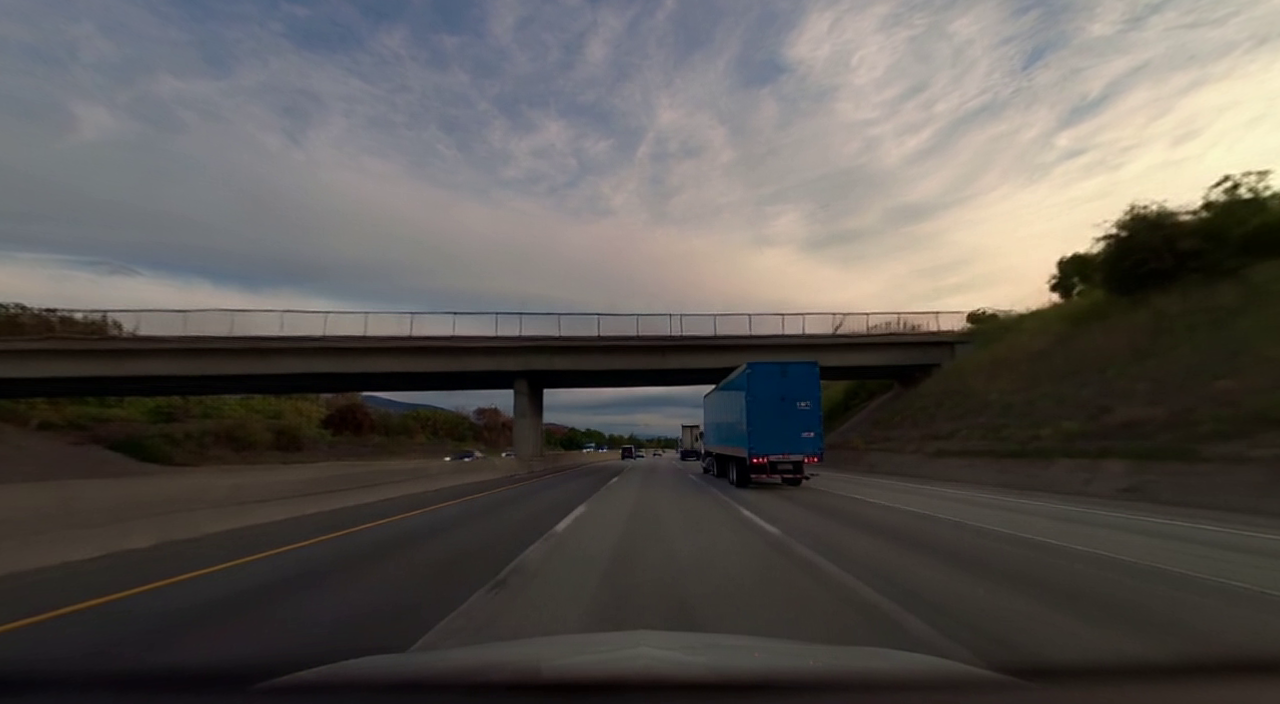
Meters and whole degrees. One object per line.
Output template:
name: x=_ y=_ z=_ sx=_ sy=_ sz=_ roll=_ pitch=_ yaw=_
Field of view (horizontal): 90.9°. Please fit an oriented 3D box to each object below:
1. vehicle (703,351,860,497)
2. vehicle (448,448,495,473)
vehicle: x=4.638 y=3.084 z=24.687 sx=2.825 sy=4.054 sz=14.210 roll=0 pitch=-9 yaw=0
vehicle: x=-10.188 y=6.590 z=38.398 sx=1.747 sy=1.413 sz=3.680 roll=0 pitch=-9 yaw=1
